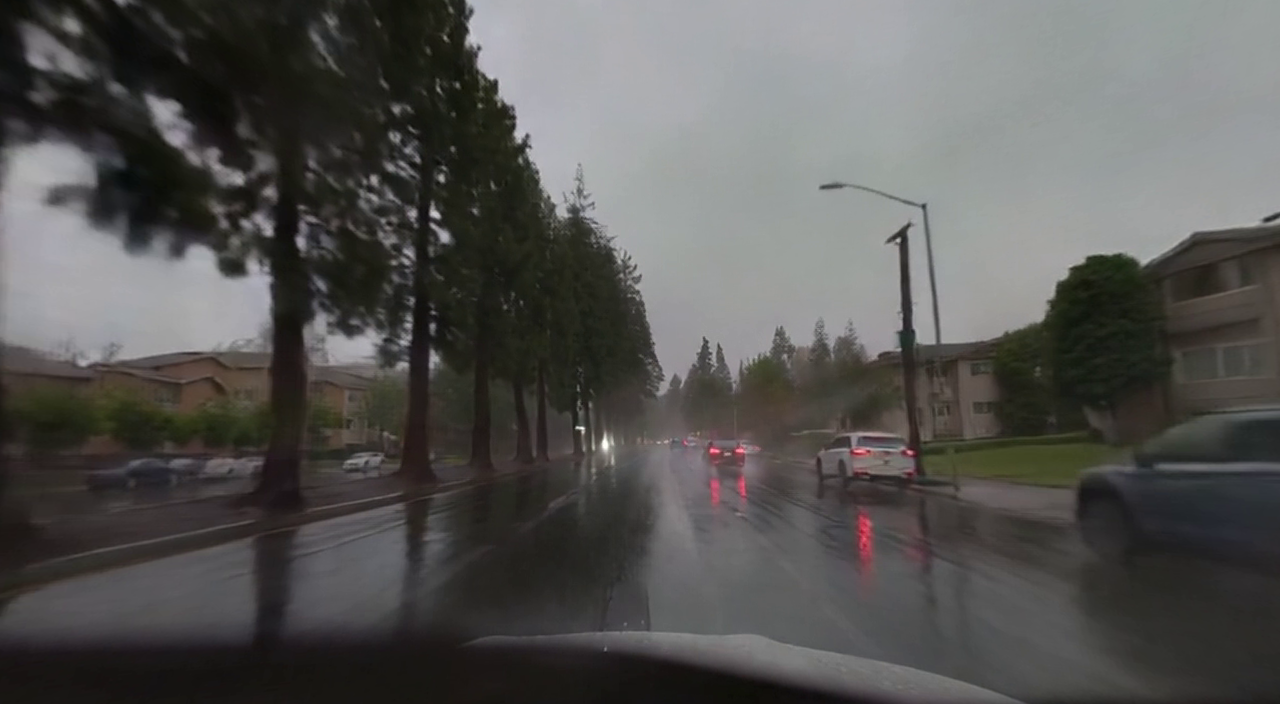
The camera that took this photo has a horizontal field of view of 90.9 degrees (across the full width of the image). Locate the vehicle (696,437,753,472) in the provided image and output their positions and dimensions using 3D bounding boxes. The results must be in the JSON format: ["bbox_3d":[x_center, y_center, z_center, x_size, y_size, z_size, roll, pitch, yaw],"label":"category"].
[{"bbox_3d":[3.876,4.764,29.611,2.128,1.502,4.572,0,-8,1],"label":"vehicle"}]

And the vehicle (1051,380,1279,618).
[{"bbox_3d":[6.395,1.217,5.111,2.213,1.949,5.907,1,-8,1],"label":"vehicle"}]

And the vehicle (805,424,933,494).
[{"bbox_3d":[6.808,3.230,19.455,2.092,1.849,5.068,0,-8,1],"label":"vehicle"}]

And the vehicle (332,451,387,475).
[{"bbox_3d":[-21.555,8.508,48.674,1.883,1.671,4.779,0,-8,2],"label":"vehicle"}]

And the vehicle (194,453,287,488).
[{"bbox_3d":[-21.674,6.432,34.466,1.882,1.479,4.822,-6,-8,1],"label":"vehicle"}]

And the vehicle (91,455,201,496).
[{"bbox_3d":[-22.271,5.537,28.606,1.780,1.573,3.881,-3,-8,1],"label":"vehicle"}]
